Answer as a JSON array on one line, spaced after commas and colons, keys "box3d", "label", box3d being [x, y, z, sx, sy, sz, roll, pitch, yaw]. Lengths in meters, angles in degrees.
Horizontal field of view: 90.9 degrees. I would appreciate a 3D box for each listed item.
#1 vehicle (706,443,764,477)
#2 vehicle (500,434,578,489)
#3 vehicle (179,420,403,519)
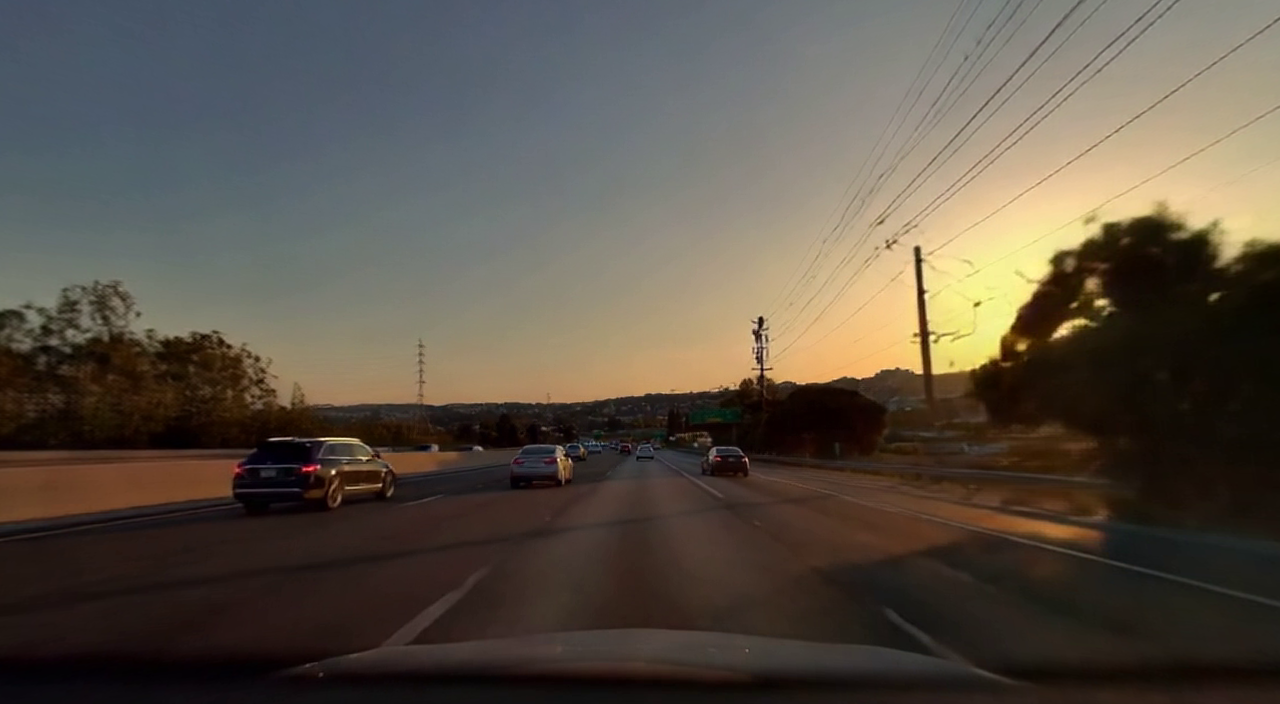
[{"box3d": [4.330, 5.006, 29.533, 1.964, 1.479, 4.252, 0, -8, -1], "label": "vehicle"}, {"box3d": [-3.379, 3.737, 21.886, 1.961, 1.704, 4.052, 0, -8, 1], "label": "vehicle"}, {"box3d": [-7.388, 2.535, 14.150, 2.162, 1.805, 4.853, 0, -8, 1], "label": "vehicle"}]
